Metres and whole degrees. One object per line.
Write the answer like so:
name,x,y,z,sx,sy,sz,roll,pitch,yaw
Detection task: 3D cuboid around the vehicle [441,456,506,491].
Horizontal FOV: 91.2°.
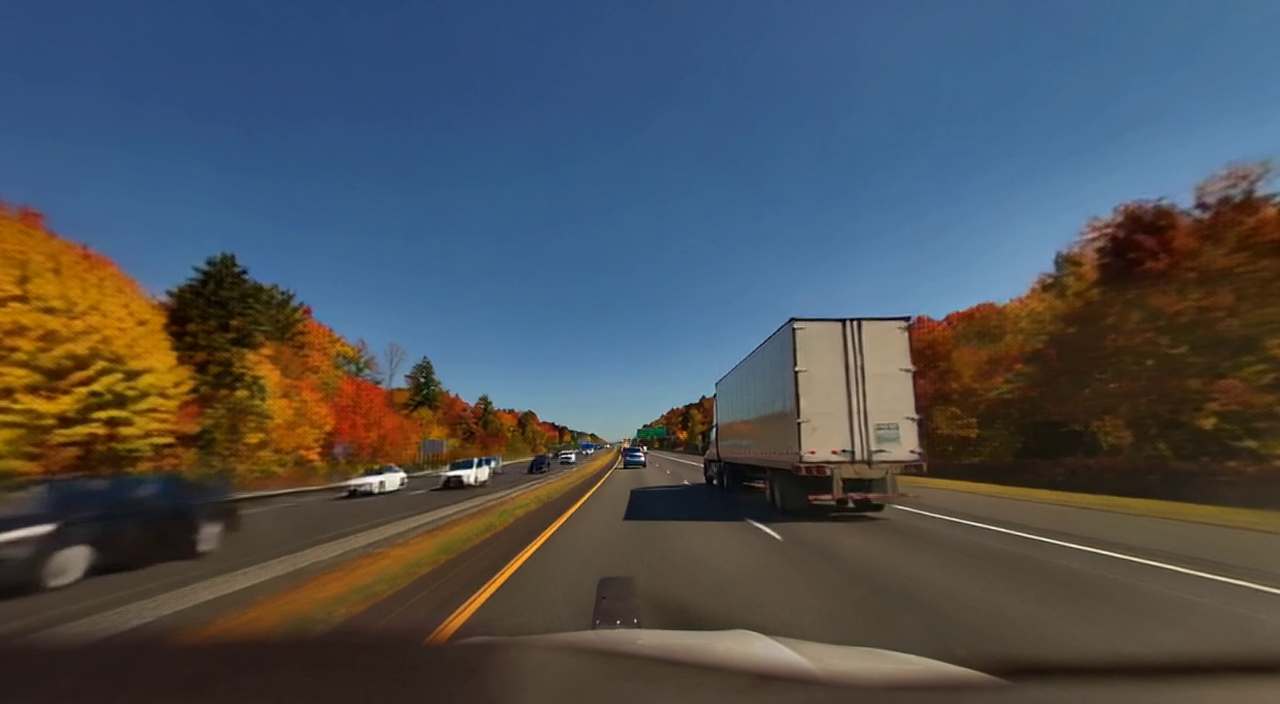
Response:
vehicle,-8.489,6.227,32.449,2.068,1.560,4.870,-1,-9,0

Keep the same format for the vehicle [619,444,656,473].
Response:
vehicle,-0.183,6.654,39.351,2.168,1.705,4.272,-1,-9,-1

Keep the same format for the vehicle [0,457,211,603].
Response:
vehicle,-8.684,2.416,9.085,1.967,1.682,4.187,0,-9,-1

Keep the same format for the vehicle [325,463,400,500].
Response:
vehicle,-13.314,6.224,30.348,1.842,1.527,3.921,-1,-9,0
